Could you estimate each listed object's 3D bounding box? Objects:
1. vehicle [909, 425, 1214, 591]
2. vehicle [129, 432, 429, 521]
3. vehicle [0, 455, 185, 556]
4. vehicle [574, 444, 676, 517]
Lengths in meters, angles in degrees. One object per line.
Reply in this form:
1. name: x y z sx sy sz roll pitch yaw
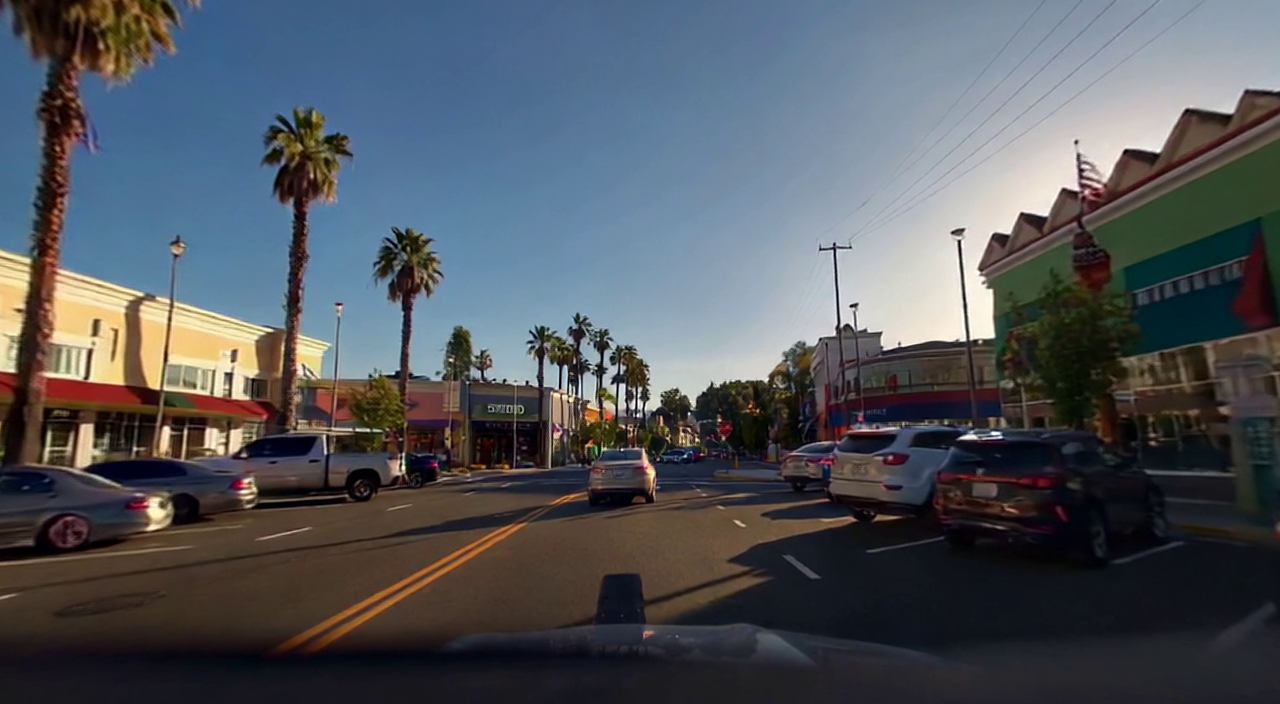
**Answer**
1. vehicle: 5.367 1.751 7.881 4.105 1.509 1.839 7 -11 -38
2. vehicle: -10.043 3.407 18.197 6.873 2.051 2.823 8 -12 -43
3. vehicle: -10.180 2.450 10.338 4.266 1.458 1.976 7 -11 -37
4. vehicle: -0.204 2.950 15.029 2.031 1.479 3.969 -1 -9 4
